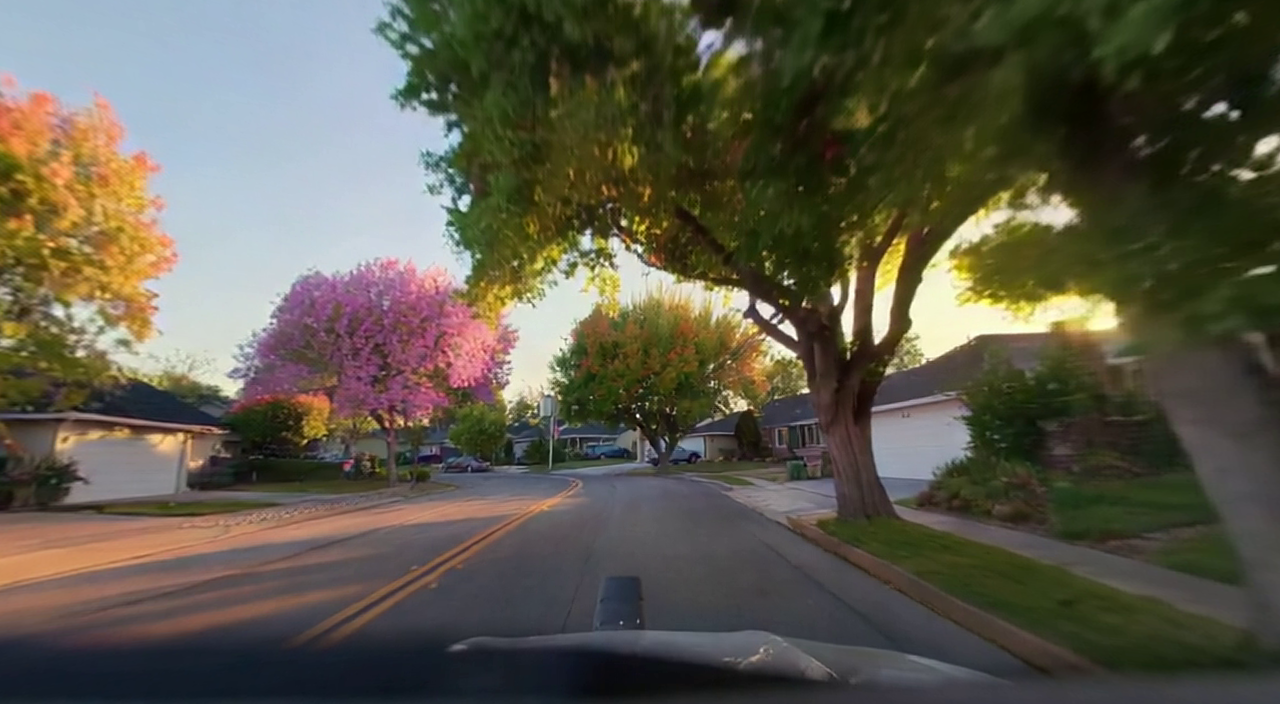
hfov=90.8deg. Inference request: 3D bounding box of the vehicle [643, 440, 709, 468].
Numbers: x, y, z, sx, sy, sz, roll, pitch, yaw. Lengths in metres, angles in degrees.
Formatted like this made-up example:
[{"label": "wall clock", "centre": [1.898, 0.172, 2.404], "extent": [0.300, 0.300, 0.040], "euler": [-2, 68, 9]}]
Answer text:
[{"label": "vehicle", "centre": [2.704, 7.611, 47.461], "extent": [4.459, 1.738, 1.930], "euler": [0, -8, -28]}]
